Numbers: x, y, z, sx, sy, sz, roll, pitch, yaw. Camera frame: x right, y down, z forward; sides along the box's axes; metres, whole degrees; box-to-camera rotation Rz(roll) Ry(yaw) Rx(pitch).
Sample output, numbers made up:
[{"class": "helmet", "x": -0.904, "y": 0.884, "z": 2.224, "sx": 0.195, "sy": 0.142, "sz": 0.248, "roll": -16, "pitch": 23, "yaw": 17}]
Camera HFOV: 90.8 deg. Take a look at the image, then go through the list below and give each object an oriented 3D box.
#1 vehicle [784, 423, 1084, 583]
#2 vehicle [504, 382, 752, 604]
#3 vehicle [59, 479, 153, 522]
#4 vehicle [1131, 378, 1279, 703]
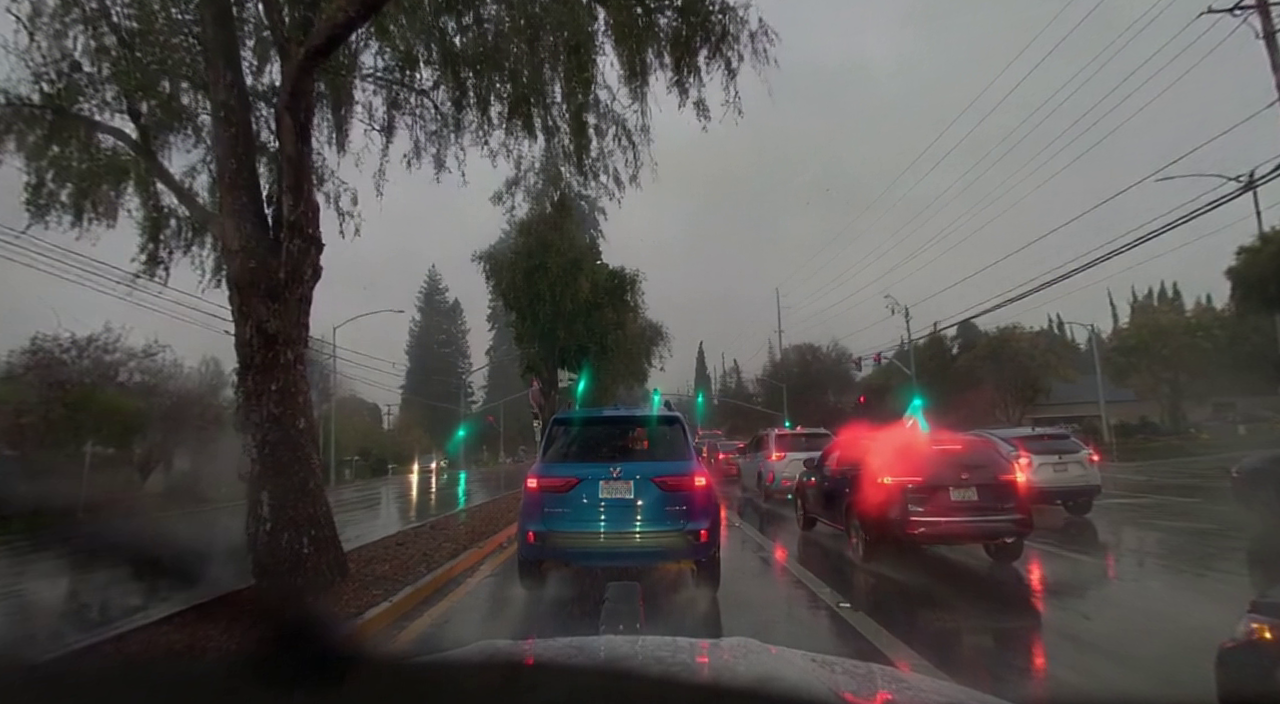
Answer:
[{"class": "vehicle", "x": 3.457, "y": 1.844, "z": 8.584, "sx": 1.880, "sy": 1.579, "sz": 4.401, "roll": 0, "pitch": -9, "yaw": -1}, {"class": "vehicle", "x": -0.142, "y": 1.585, "z": 7.922, "sx": 2.231, "sy": 1.998, "sz": 4.254, "roll": 0, "pitch": -9, "yaw": -1}, {"class": "vehicle", "x": -26.341, "y": 7.328, "z": 31.151, "sx": 4.526, "sy": 1.715, "sz": 1.989, "roll": -11, "pitch": -13, "yaw": 29}, {"class": "vehicle", "x": 3.275, "y": 0.628, "z": 0.756, "sx": 1.889, "sy": 1.517, "sz": 4.308, "roll": 0, "pitch": -9, "yaw": 0}]
